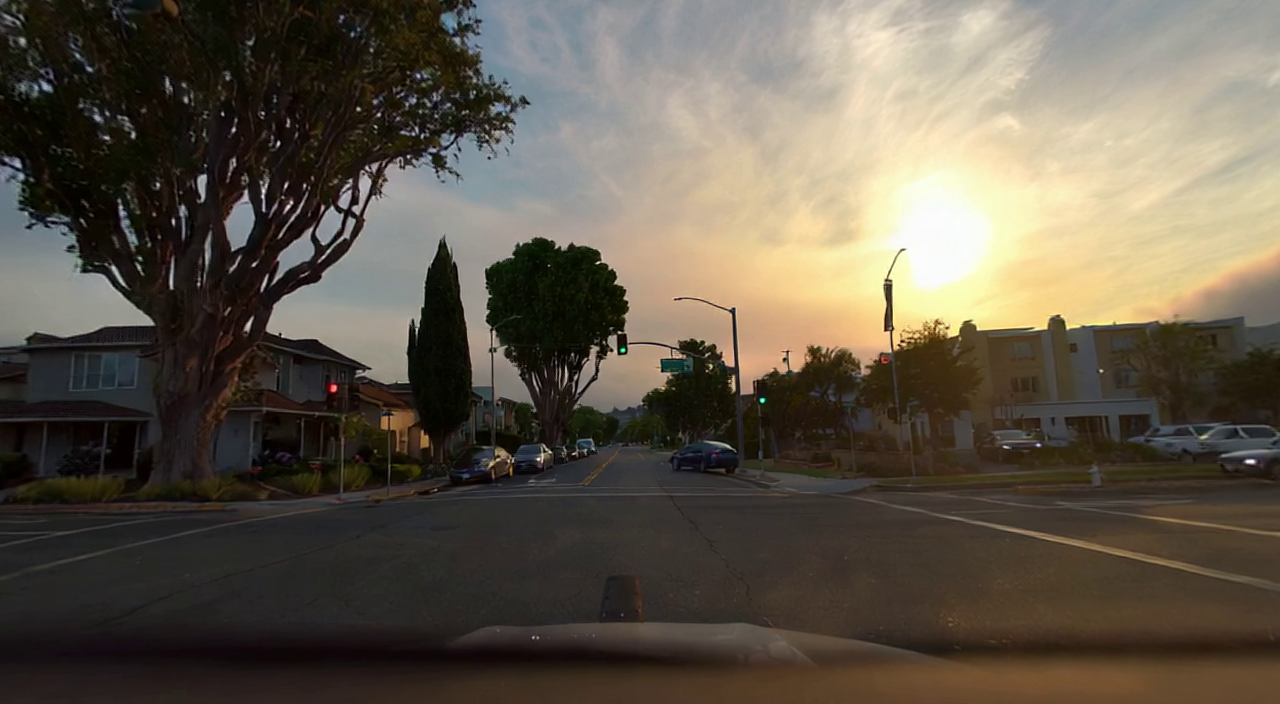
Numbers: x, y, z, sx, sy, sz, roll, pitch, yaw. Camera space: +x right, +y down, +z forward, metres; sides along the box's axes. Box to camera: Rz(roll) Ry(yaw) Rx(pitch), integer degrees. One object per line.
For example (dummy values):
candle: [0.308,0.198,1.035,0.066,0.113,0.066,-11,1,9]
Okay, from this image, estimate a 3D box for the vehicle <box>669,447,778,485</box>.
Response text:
vehicle: [3.505,4.861,27.385,2.056,1.493,4.535,7,-11,-38]

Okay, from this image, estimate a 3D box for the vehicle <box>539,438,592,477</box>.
vehicle: [-3.645,5.279,31.919,2.120,1.783,4.788,0,-9,0]

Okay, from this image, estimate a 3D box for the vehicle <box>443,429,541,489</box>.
vehicle: [-6.500,4.836,28.969,2.896,2.339,7.322,0,-9,-1]

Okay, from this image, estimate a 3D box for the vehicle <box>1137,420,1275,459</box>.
vehicle: [33.263,5.165,37.236,5.969,2.149,2.331,0,-9,-3]

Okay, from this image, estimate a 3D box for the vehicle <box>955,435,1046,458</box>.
vehicle: [24.969,6.554,43.833,5.172,1.515,1.851,0,-9,-2]
